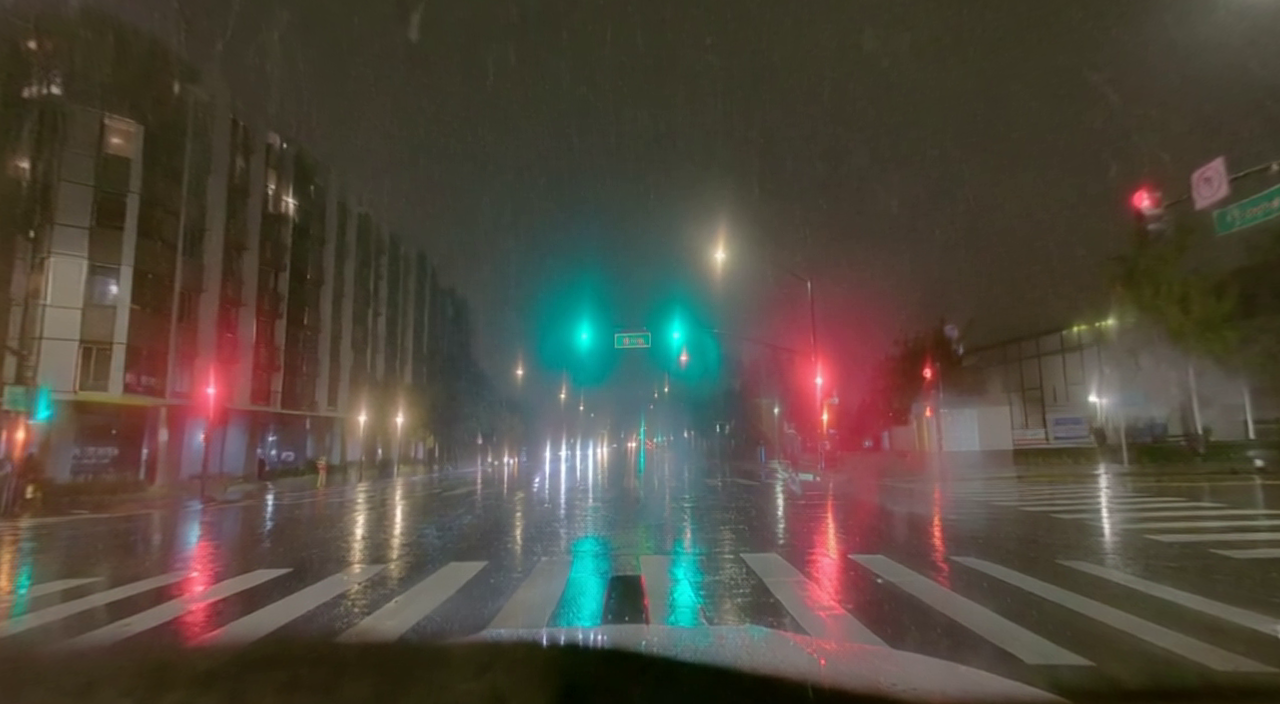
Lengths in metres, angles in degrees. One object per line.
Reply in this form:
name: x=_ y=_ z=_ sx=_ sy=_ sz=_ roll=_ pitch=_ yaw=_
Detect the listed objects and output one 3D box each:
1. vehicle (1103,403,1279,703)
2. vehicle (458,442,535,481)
vehicle: x=2.956 y=0.657 z=0.117 sx=2.039 sy=1.519 sz=4.846 roll=0 pitch=-8 yaw=0
vehicle: x=-5.882 y=4.542 z=26.480 sx=2.127 sy=1.473 sz=4.428 roll=0 pitch=-8 yaw=1
